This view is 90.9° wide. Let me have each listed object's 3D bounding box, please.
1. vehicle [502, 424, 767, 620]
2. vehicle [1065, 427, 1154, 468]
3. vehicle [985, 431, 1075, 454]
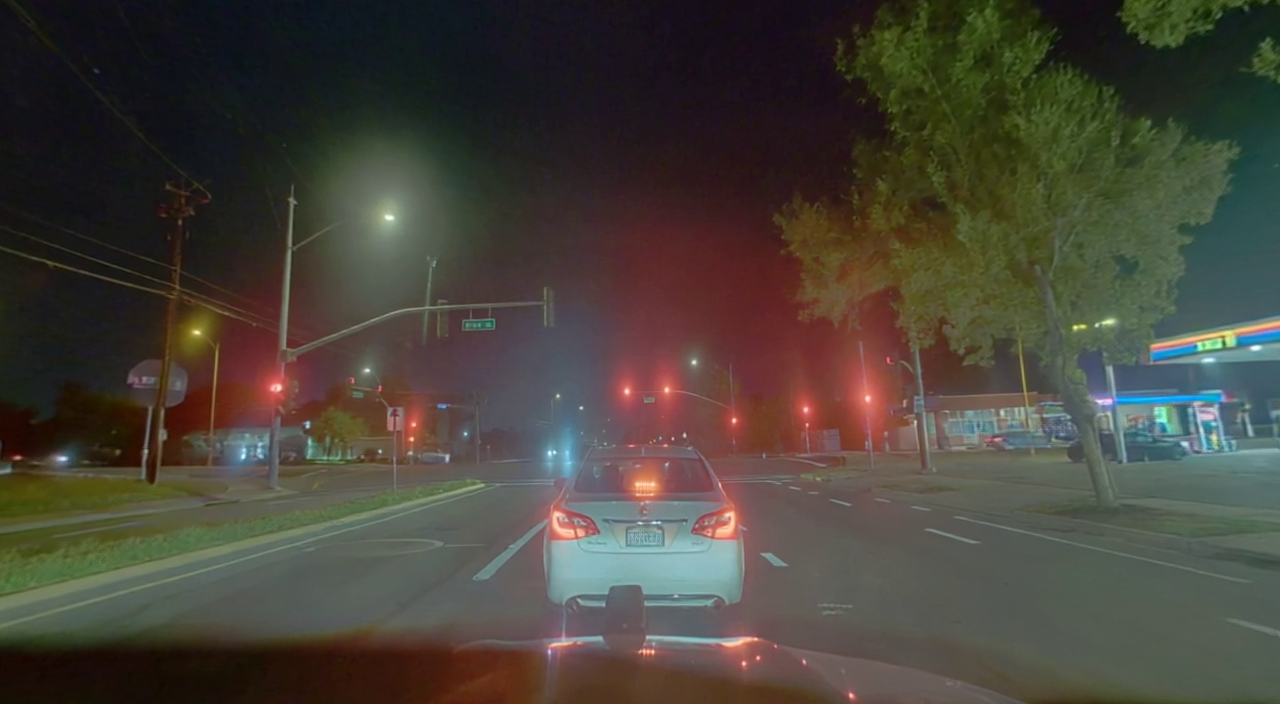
[{"bbox_3d":[-0.043,1.598,6.902,2.010,1.482,4.057,0,-8,0],"label":"vehicle"},{"bbox_3d":[18.588,3.755,24.888,4.091,1.495,2.053,8,-12,-44],"label":"vehicle"},{"bbox_3d":[26.591,6.198,43.085,4.813,1.455,1.889,-1,-8,3],"label":"vehicle"}]
